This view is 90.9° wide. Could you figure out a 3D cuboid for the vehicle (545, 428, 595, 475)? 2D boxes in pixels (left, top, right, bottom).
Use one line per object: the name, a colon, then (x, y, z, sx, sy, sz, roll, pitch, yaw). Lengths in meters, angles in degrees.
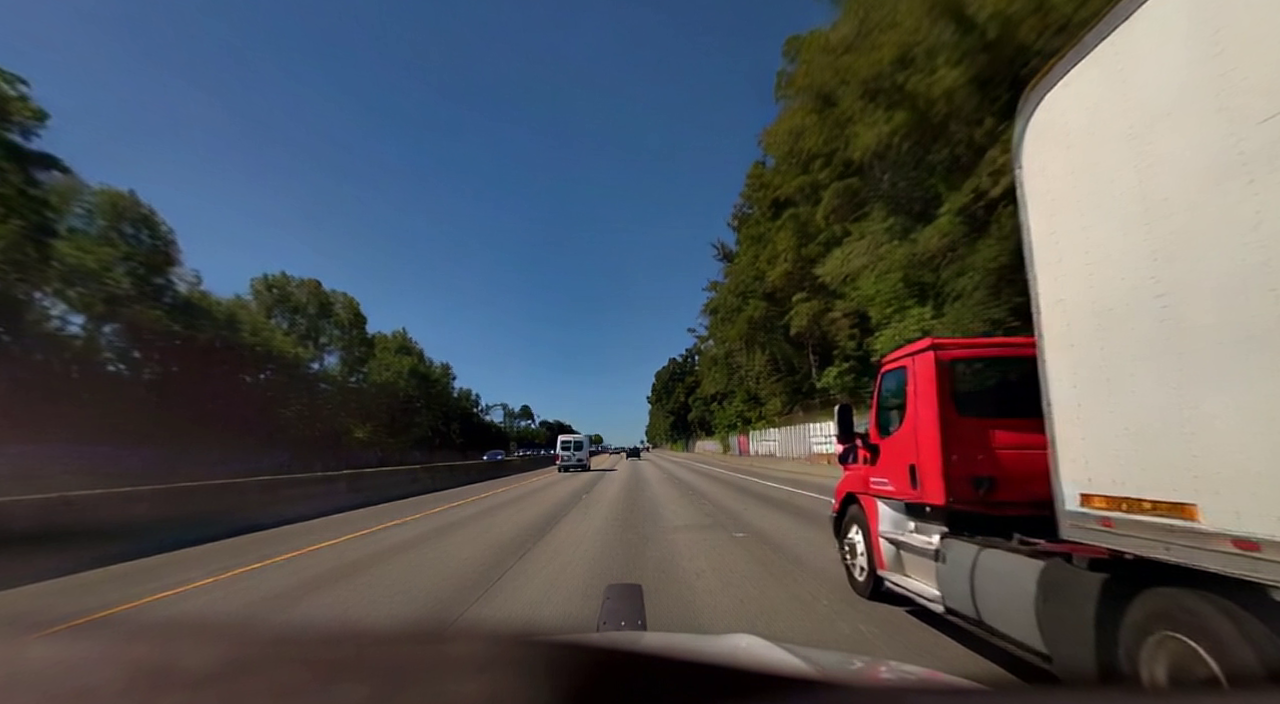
vehicle: (-4.014, 5.878, 37.172, 2.305, 2.517, 5.486, 0, -9, 0)
